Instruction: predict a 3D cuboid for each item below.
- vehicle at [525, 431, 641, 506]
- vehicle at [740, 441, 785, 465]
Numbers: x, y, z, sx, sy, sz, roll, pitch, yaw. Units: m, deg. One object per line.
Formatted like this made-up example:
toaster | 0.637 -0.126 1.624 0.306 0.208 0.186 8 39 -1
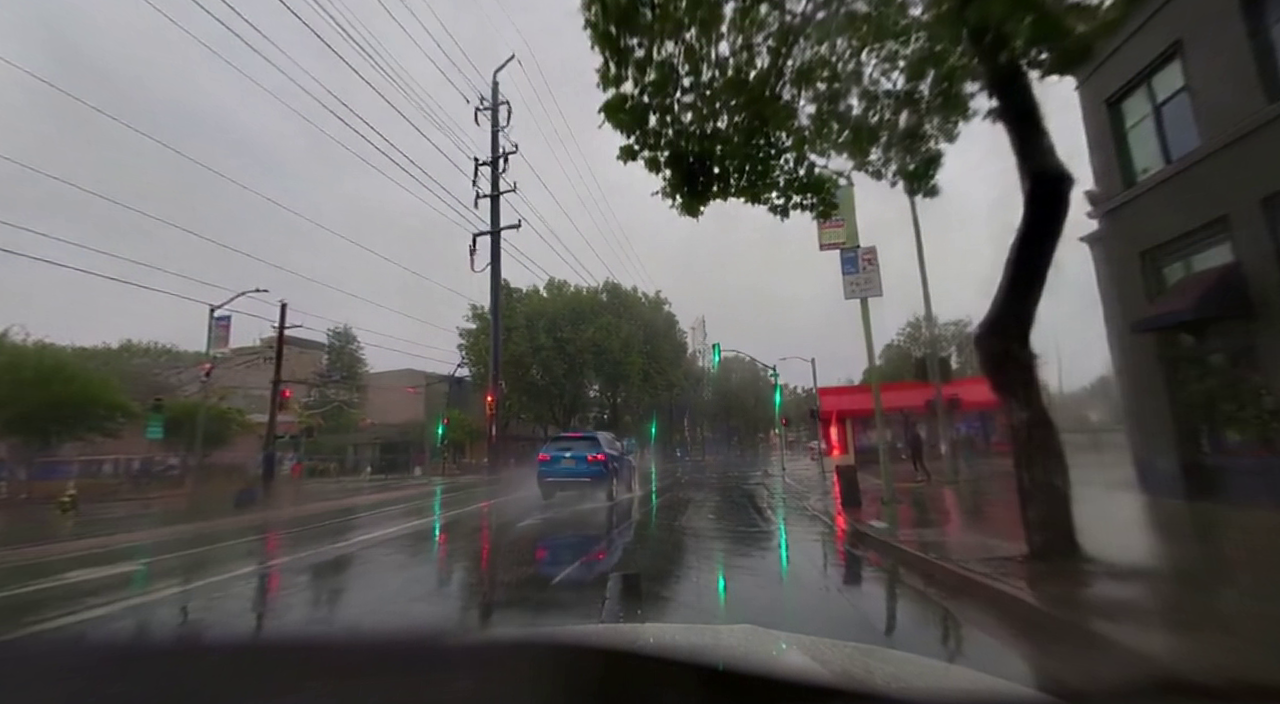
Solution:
vehicle | -1.336 3.049 17.007 2.101 1.721 4.364 -1 -9 9
vehicle | 8.187 6.680 42.002 2.006 1.470 4.099 -4 -9 23
